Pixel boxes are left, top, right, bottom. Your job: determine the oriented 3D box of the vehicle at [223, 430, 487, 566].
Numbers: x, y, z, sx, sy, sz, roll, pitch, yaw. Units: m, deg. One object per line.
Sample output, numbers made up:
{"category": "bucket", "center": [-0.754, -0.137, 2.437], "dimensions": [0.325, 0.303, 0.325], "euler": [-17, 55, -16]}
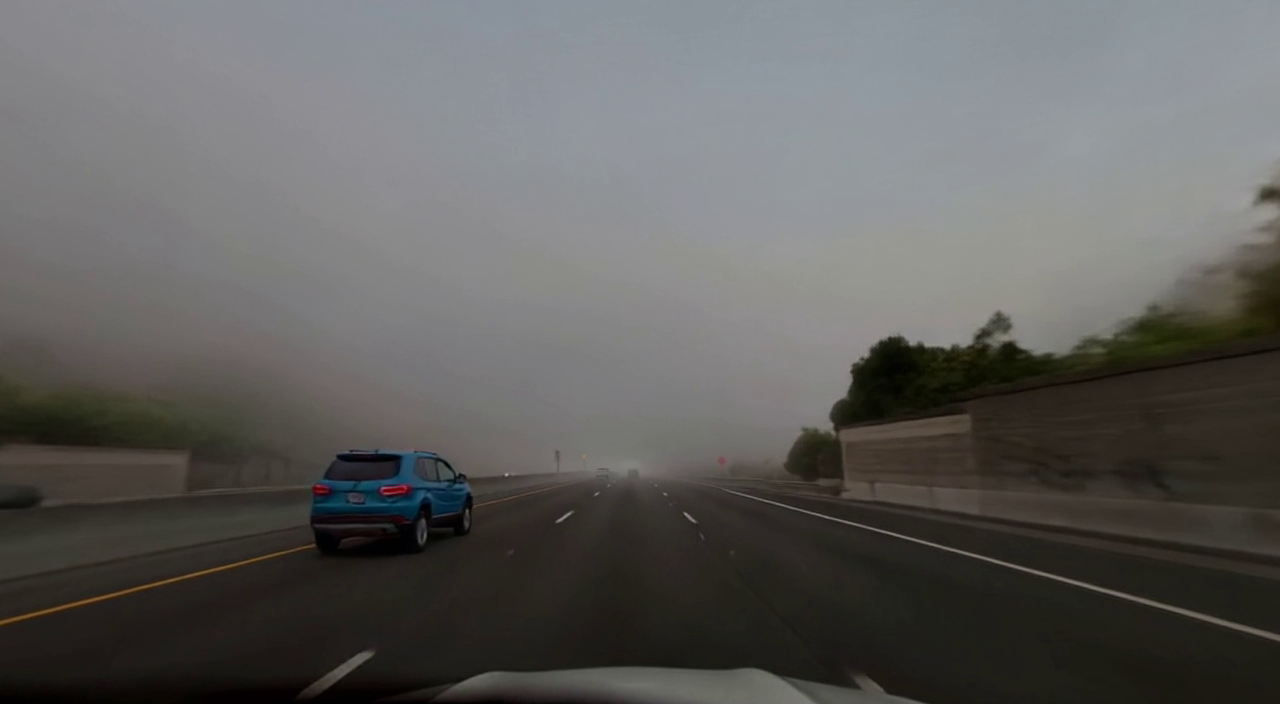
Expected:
{"category": "vehicle", "center": [-4.306, 2.347, 10.689], "dimensions": [2.178, 1.736, 4.847], "euler": [1, -10, 0]}
